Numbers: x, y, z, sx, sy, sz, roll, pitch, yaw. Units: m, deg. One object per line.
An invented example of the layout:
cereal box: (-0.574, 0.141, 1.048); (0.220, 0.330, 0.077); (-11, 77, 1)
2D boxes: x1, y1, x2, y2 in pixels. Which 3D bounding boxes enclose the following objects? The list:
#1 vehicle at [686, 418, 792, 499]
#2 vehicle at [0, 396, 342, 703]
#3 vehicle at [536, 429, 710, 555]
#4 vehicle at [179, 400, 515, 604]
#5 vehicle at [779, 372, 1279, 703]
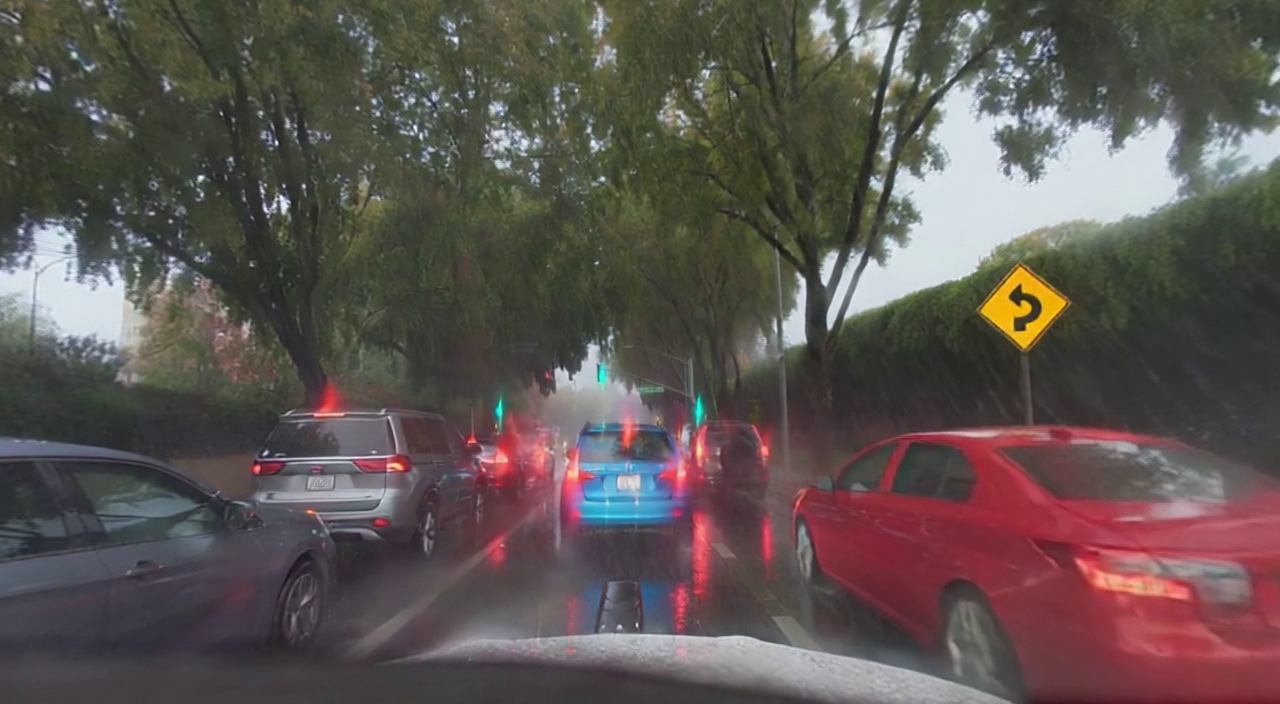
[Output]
vehicle: (2.453, 2.809, 16.879); (2.059, 1.864, 4.541); (0, -8, -1)
vehicle: (-2.925, 0.843, 1.619); (1.974, 1.484, 4.716); (0, -8, 0)
vehicle: (-0.252, 1.925, 9.340); (2.025, 1.453, 3.848); (0, -8, -2)
vehicle: (-2.897, 1.574, 7.454); (1.964, 1.712, 4.097); (0, -8, 0)
vehicle: (2.522, 1.146, 4.171); (2.116, 1.497, 4.652); (0, -8, 0)
